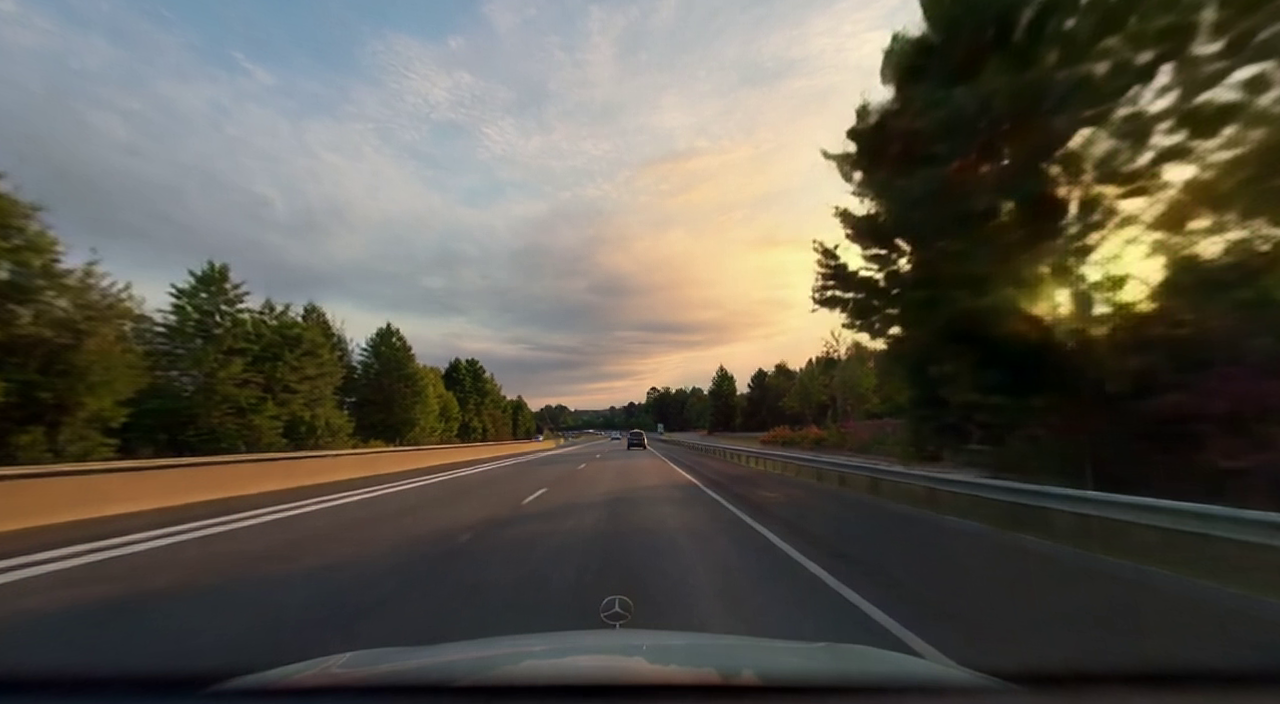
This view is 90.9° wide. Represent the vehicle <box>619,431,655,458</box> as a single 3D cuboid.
[{"bbox_3d":[-0.207,5.902,40.381,2.134,1.654,4.174,0,-8,-1],"label":"vehicle"}]
